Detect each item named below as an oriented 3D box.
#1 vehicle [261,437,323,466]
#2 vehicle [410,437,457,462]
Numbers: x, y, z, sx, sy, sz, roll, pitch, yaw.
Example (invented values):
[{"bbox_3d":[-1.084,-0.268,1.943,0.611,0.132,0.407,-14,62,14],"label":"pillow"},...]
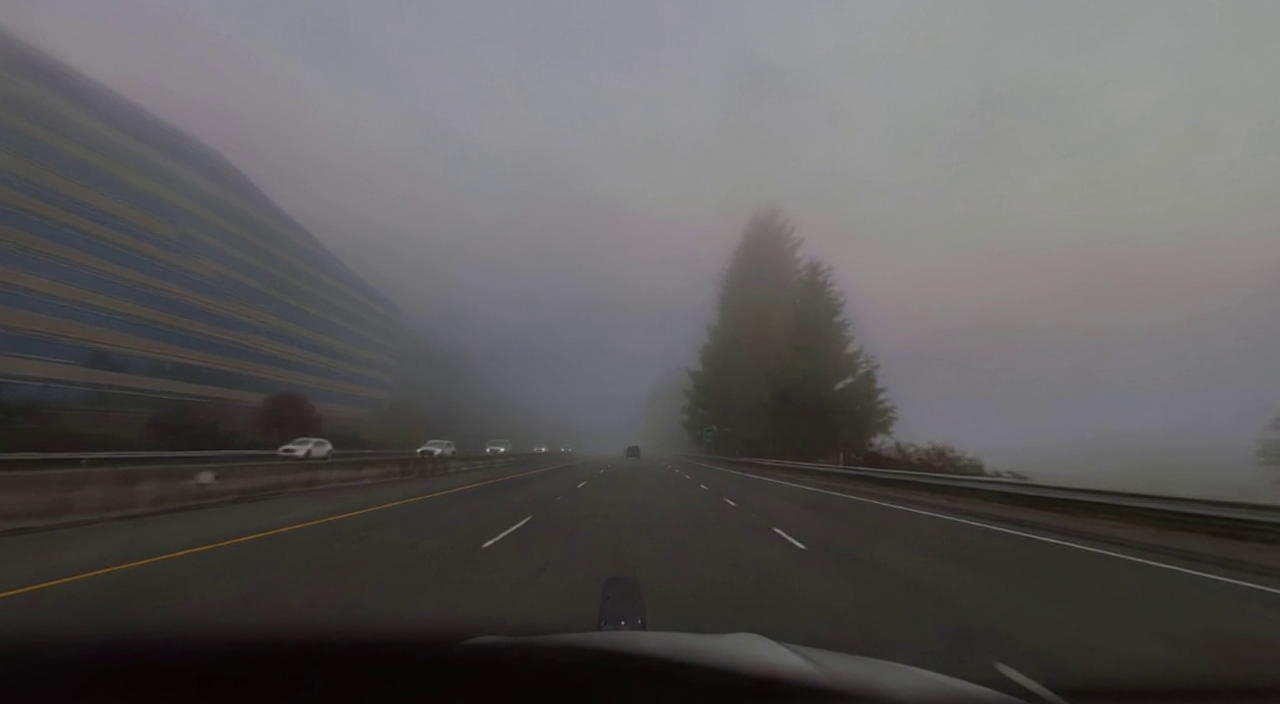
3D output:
[{"bbox_3d":[-22.369,6.398,40.671,1.746,1.777,4.125,0,-9,-2],"label":"vehicle"},{"bbox_3d":[-14.792,7.003,45.309,1.922,1.655,4.410,0,-9,-1],"label":"vehicle"}]
